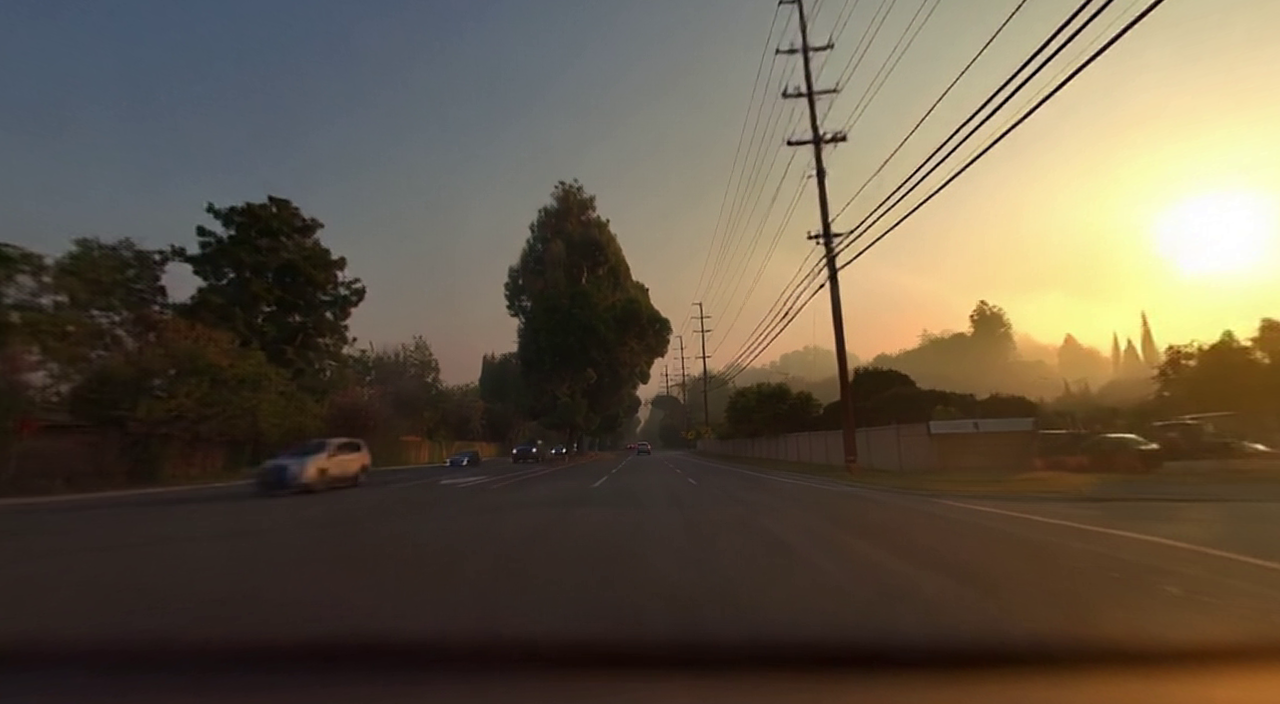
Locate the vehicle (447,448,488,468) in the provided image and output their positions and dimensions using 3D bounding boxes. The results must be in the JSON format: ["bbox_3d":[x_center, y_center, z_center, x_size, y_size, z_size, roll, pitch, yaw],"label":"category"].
[{"bbox_3d":[-13.213,8.123,48.278,1.821,1.453,4.459,0,-8,1],"label":"vehicle"}]

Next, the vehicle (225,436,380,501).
[{"bbox_3d":[-9.925,3.443,19.000,2.111,1.718,4.465,0,-8,1],"label":"vehicle"}]
